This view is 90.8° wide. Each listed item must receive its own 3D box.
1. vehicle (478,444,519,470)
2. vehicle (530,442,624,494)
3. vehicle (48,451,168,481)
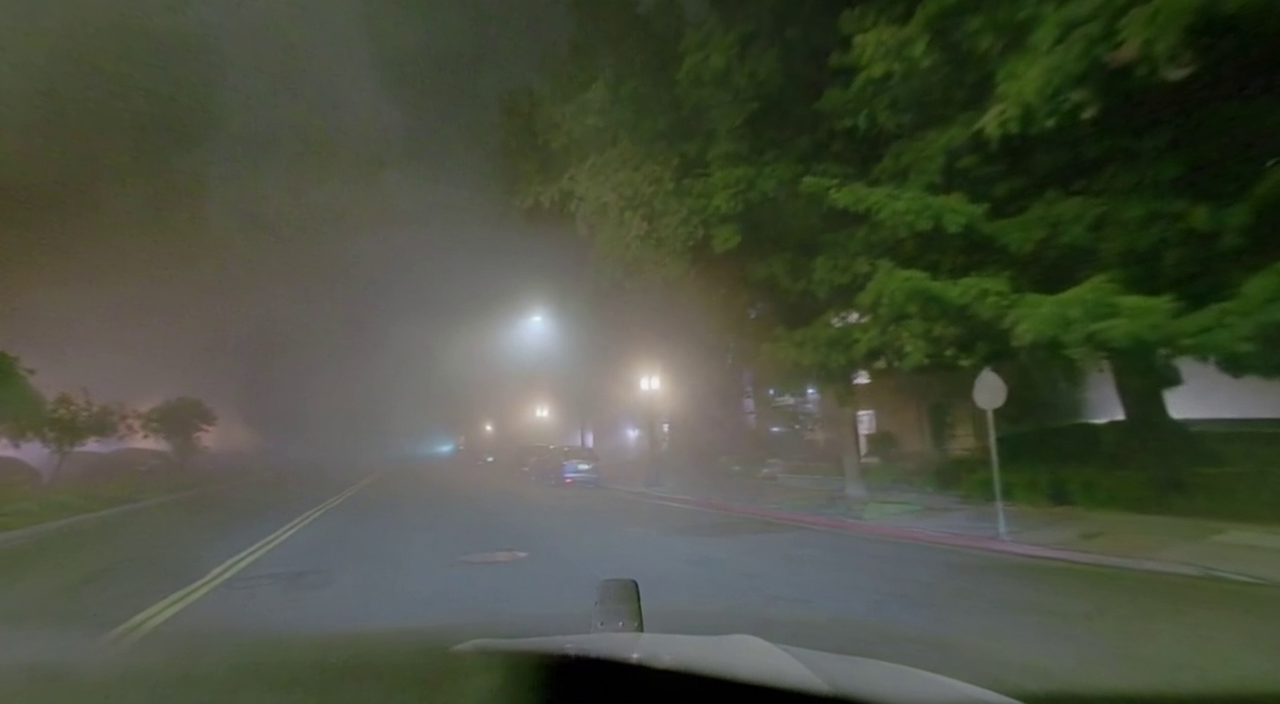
[{"bbox_3d":[-9.497,6.954,42.138,1.952,1.538,5.215,3,-9,-20],"label":"vehicle"},{"bbox_3d":[-2.313,3.885,21.730,1.933,1.528,5.006,3,-9,-21],"label":"vehicle"},{"bbox_3d":[-27.826,5.952,33.140,4.491,1.455,1.959,0,-8,-1],"label":"vehicle"}]
